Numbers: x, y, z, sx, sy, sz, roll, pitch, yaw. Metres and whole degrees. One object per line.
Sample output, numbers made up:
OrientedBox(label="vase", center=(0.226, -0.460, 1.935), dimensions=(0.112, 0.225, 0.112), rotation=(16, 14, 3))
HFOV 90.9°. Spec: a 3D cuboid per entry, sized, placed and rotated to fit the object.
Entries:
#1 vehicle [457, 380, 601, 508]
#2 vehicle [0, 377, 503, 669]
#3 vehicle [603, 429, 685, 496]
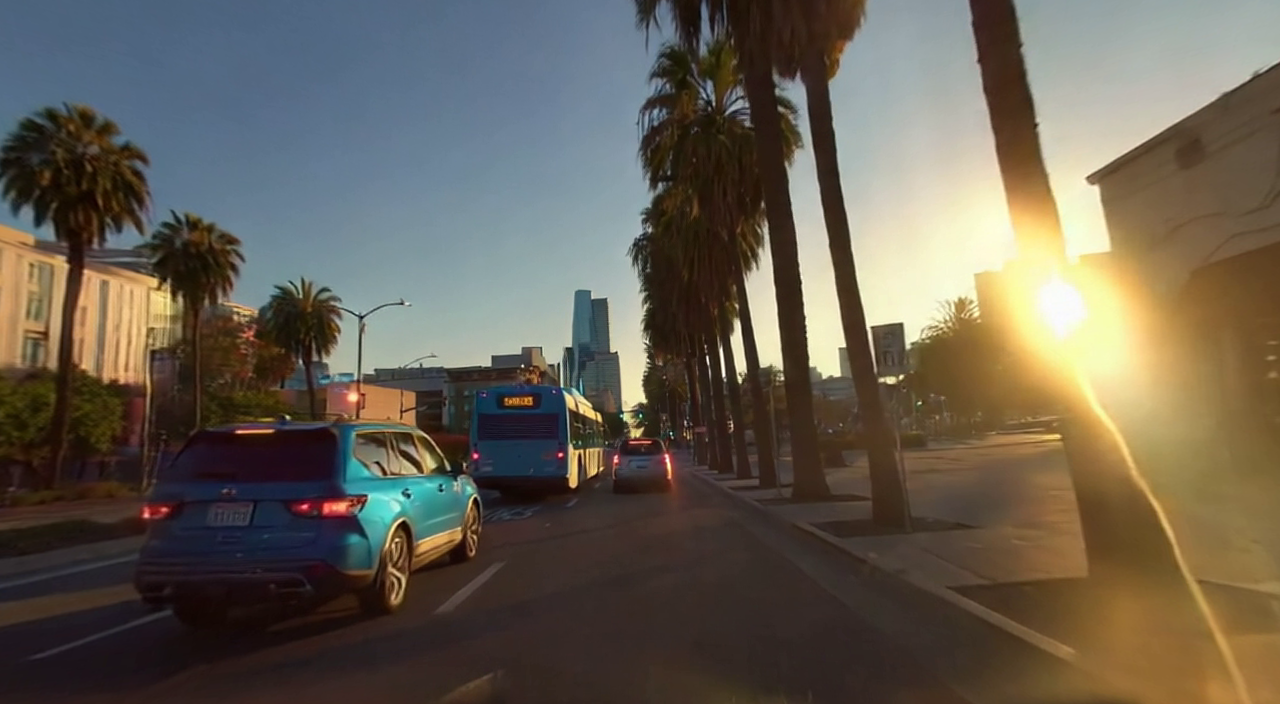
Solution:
OrientedBox(label="vehicle", center=(-2.933, 2.828, 19.414), dimensions=(2.775, 3.064, 8.297), rotation=(0, -8, 1))
OrientedBox(label="vehicle", center=(-2.980, 1.390, 6.269), dimensions=(2.124, 1.799, 4.587), rotation=(0, -8, 1))
OrientedBox(label="vehicle", center=(0.127, 3.175, 18.420), dimensions=(2.120, 1.727, 3.917), rotation=(0, -8, 1))
